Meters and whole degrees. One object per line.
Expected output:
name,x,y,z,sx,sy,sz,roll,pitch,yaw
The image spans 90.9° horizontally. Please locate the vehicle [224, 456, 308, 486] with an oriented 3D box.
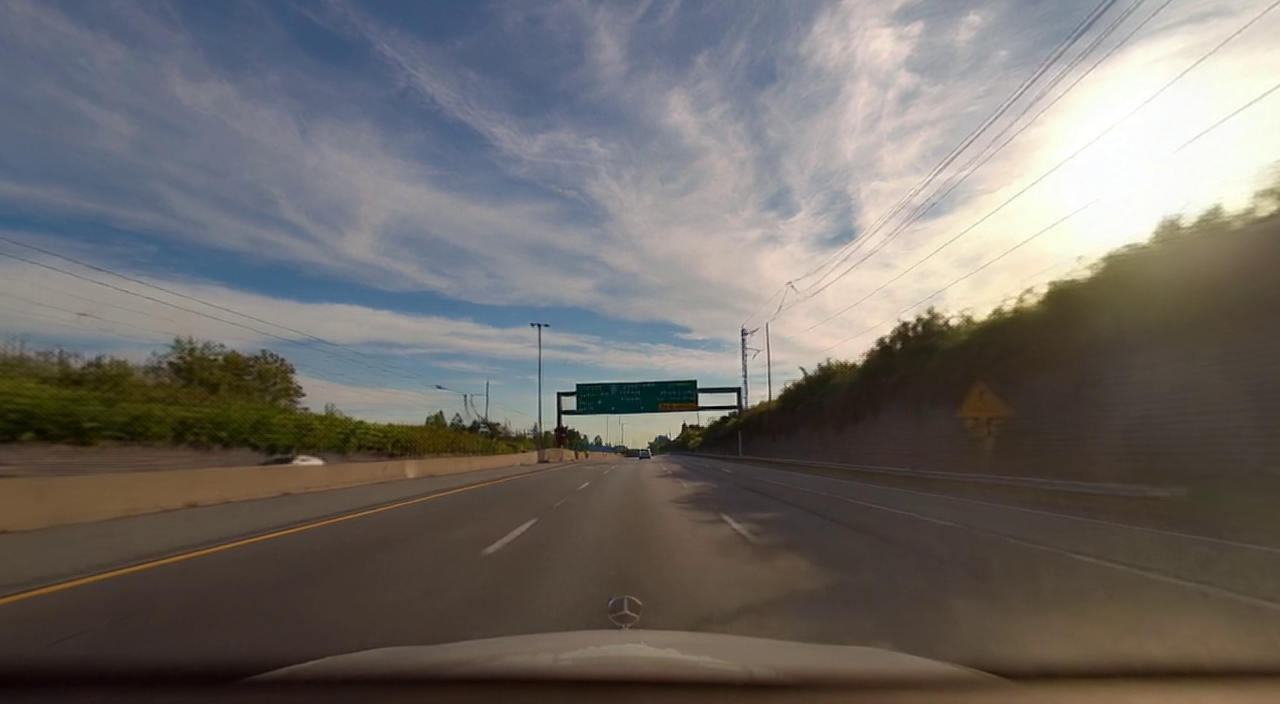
vehicle,-20.359,6.463,34.559,1.831,1.473,4.526,0,-9,-1
